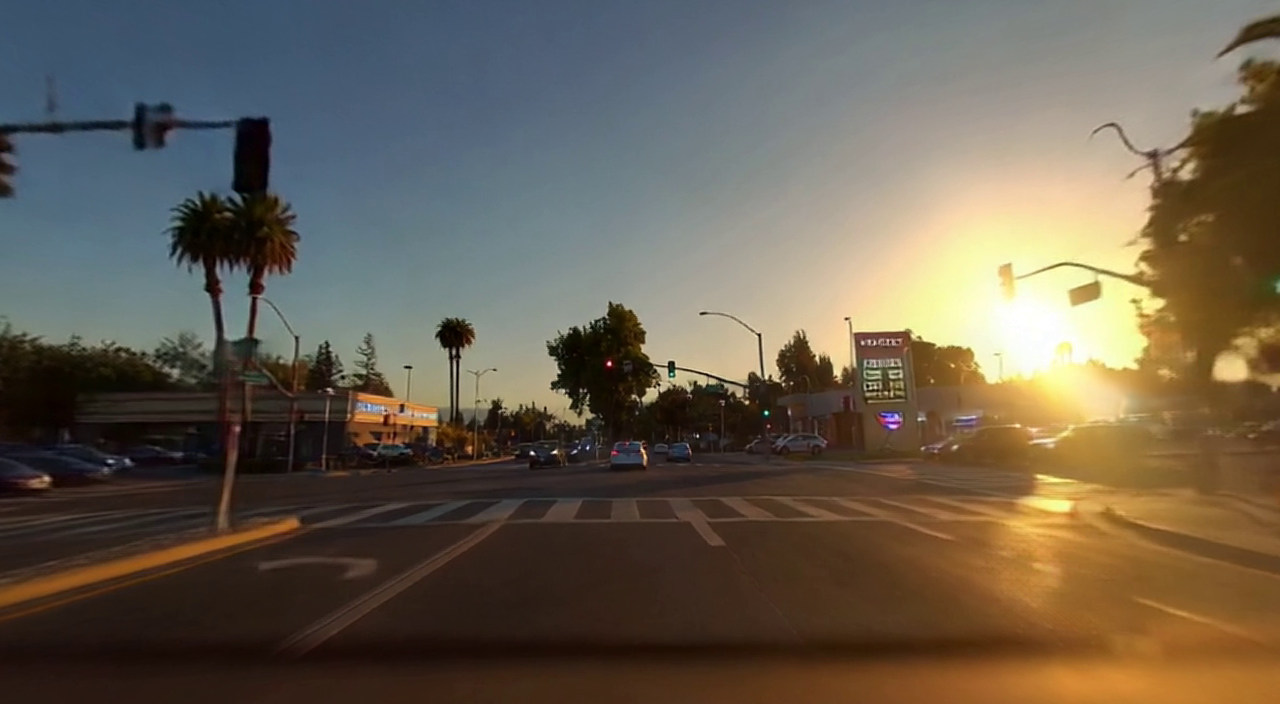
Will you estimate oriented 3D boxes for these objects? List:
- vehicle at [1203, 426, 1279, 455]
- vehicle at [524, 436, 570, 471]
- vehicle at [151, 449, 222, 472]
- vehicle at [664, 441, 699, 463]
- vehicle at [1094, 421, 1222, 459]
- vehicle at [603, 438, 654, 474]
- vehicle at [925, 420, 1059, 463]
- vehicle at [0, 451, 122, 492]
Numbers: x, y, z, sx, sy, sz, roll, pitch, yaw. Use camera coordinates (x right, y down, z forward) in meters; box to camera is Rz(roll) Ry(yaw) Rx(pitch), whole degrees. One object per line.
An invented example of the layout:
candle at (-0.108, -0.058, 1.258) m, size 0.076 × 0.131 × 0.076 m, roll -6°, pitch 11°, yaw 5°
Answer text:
vehicle at (33.178, 4.775, 34.161) m, size 3.696 × 1.532 × 1.927 m, roll 0°, pitch -8°, yaw -1°
vehicle at (-5.300, 5.809, 36.567) m, size 2.032 × 1.747 × 4.479 m, roll -2°, pitch -7°, yaw -1°
vehicle at (-33.854, 8.085, 47.377) m, size 1.913 × 1.638 × 4.553 m, roll 0°, pitch -8°, yaw 1°
vehicle at (2.877, 7.008, 44.538) m, size 2.060 × 1.471 × 4.168 m, roll 0°, pitch -8°, yaw -2°
vehicle at (25.050, 4.268, 30.699) m, size 4.473 × 1.751 × 1.909 m, roll 0°, pitch -8°, yaw -1°
vehicle at (-0.543, 4.745, 29.150) m, size 2.160 × 1.508 × 4.319 m, roll 0°, pitch -8°, yaw -1°
vehicle at (17.066, 4.382, 30.908) m, size 5.173 × 1.976 × 2.223 m, roll 0°, pitch -8°, yaw 0°
vehicle at (-25.784, 5.181, 27.577) m, size 4.599 × 1.648 × 2.098 m, roll -1°, pitch -8°, yaw 1°
